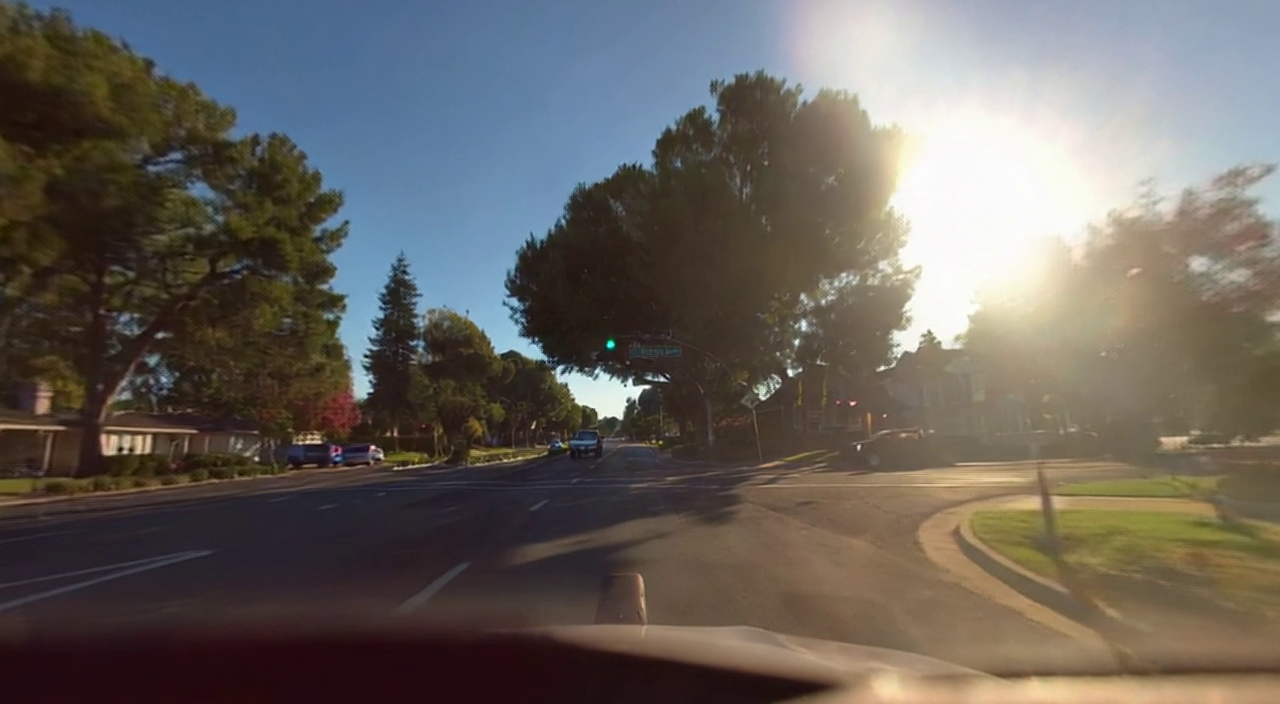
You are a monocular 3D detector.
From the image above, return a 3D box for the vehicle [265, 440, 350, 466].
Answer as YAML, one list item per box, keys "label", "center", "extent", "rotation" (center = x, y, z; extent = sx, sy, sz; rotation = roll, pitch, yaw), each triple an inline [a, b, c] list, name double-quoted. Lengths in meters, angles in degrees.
- label: "vehicle"
  center: [-23.055, 6.995, 43.870]
  extent: [4.772, 1.745, 2.058]
  rotation: [-1, -9, 5]

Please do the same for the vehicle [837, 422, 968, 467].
- label: "vehicle"
  center: [10.696, 3.803, 26.004]
  extent: [4.500, 1.761, 1.975]
  rotation: [0, -9, 0]

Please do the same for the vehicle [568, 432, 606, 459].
- label: "vehicle"
  center: [-4.040, 7.298, 49.250]
  extent: [2.508, 2.001, 5.880]
  rotation: [0, -9, 0]
